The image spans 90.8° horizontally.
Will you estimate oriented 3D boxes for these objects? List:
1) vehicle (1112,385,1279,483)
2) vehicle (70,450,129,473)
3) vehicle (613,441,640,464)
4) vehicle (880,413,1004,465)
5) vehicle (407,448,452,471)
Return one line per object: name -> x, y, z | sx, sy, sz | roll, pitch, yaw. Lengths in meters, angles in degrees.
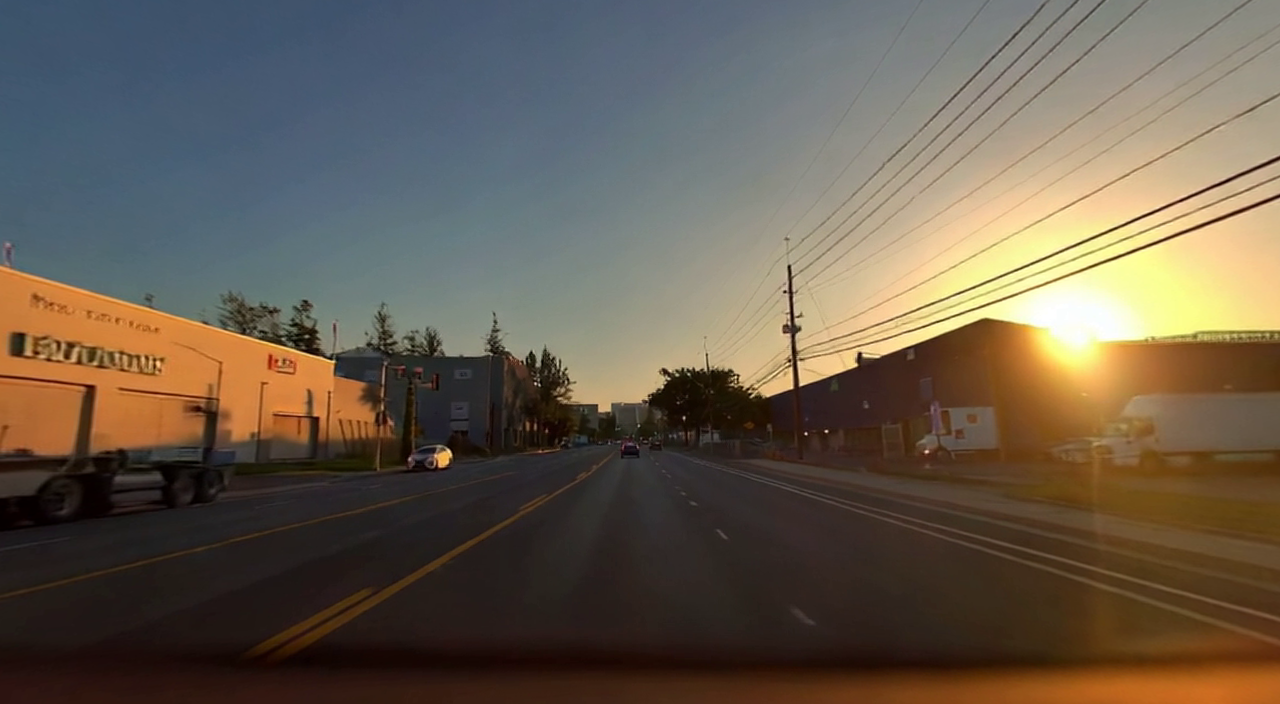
vehicle -> 24.611, 3.304, 25.366 | 8.701, 3.665, 2.906 | 0, -8, 1
vehicle -> -37.788, 7.638, 44.148 | 4.343, 1.483, 1.916 | -6, -10, 34
vehicle -> -0.960, 7.467, 47.076 | 1.937, 1.588, 3.746 | 0, -8, 0
vehicle -> 22.135, 6.447, 46.604 | 7.478, 3.666, 2.863 | 0, -8, 0
vehicle -> -16.151, 8.224, 48.621 | 1.936, 1.555, 4.533 | -1, -8, 0
